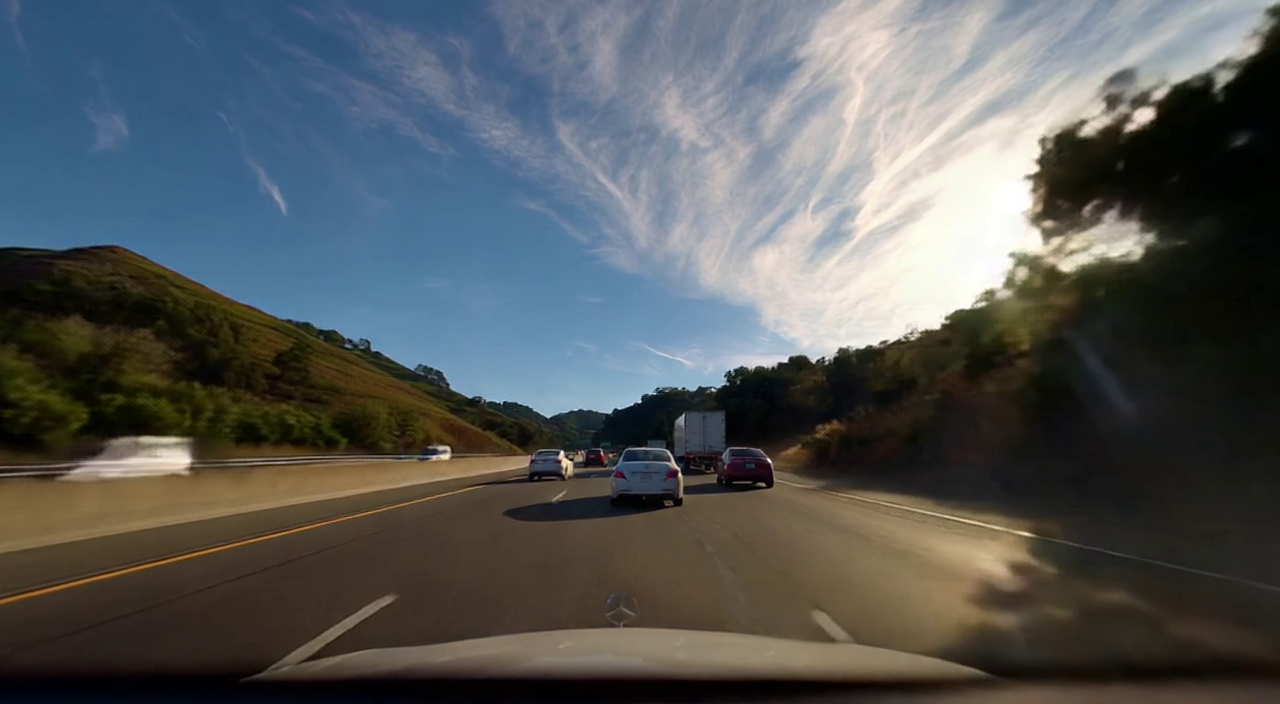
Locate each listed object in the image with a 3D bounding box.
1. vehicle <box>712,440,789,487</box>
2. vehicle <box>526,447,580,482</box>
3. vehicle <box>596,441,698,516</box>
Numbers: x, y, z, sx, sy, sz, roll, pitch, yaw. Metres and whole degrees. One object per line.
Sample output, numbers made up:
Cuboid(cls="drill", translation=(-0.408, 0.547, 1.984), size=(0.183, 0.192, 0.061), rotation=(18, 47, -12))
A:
Cuboid(cls="vehicle", translation=(4.059, 4.200, 23.977), size=(2.029, 1.579, 4.484), rotation=(0, -9, -1))
Cuboid(cls="vehicle", translation=(-3.879, 5.091, 28.778), size=(1.848, 1.486, 3.832), rotation=(-1, -9, 2))
Cuboid(cls="vehicle", translation=(0.147, 2.850, 14.559), size=(2.041, 1.484, 3.535), rotation=(0, -9, 0))
